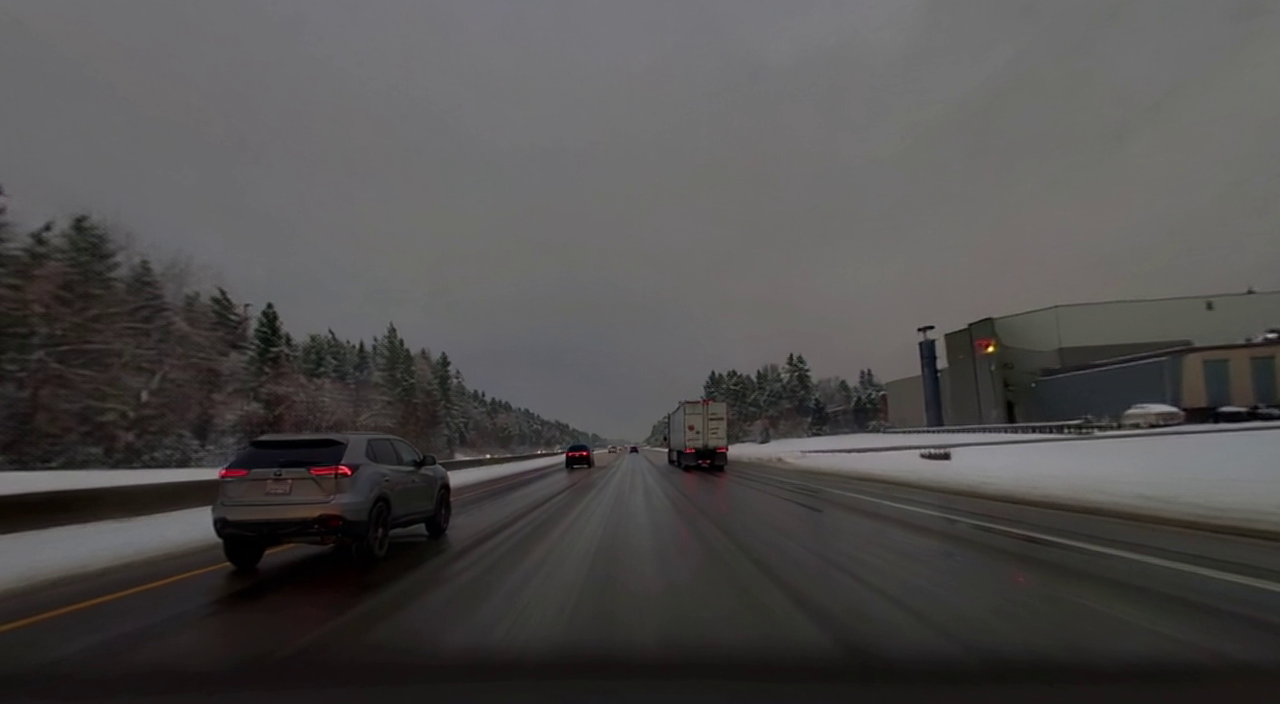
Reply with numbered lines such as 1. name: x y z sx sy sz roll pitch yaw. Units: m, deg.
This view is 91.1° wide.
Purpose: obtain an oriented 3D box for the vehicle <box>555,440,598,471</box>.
1. vehicle: -3.771 6.288 38.253 2.139 1.716 4.530 0 -9 0

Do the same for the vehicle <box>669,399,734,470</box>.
1. vehicle: 4.053 6.068 45.179 2.998 4.236 13.886 0 -9 -1

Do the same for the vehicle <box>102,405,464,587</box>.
1. vehicle: -4.169 1.773 8.569 2.202 1.760 4.617 0 -9 0
